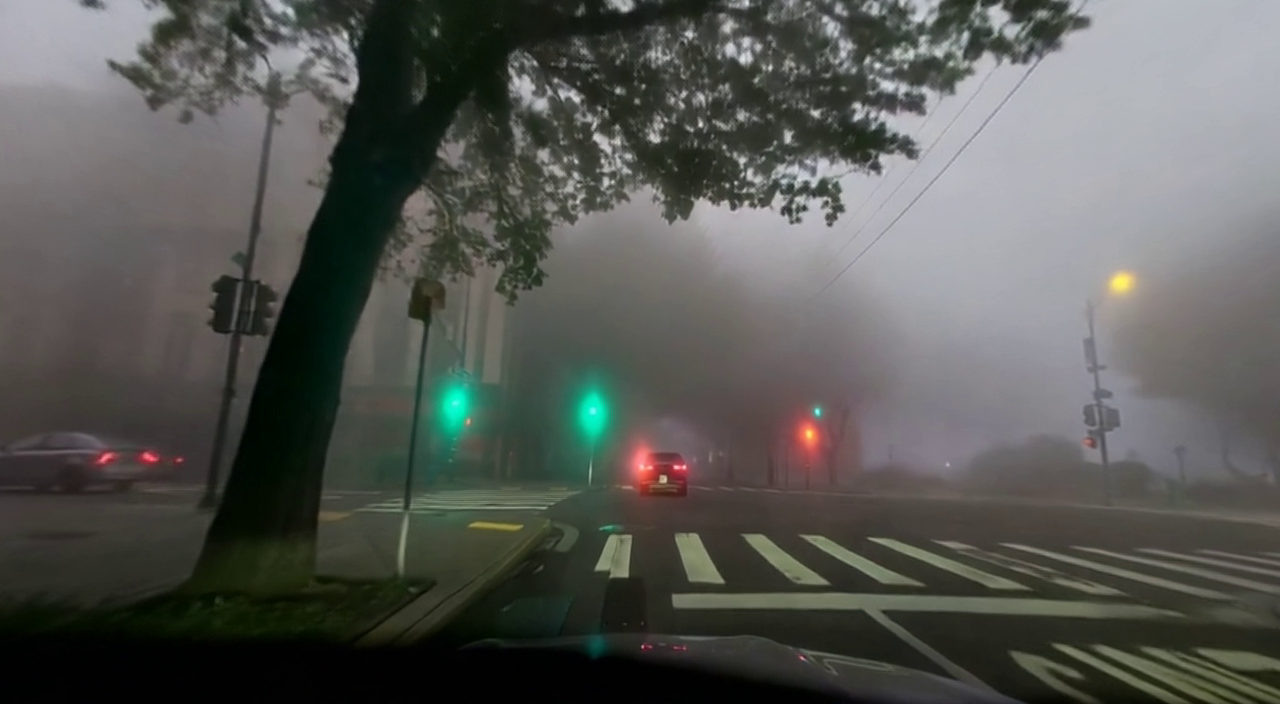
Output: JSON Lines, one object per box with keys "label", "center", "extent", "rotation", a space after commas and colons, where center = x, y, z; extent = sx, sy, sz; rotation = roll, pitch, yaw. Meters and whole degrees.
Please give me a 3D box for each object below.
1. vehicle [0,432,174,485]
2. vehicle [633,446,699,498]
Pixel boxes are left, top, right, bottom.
{"label": "vehicle", "center": [-17.518, 3.313, 19.663], "extent": [4.282, 1.519, 2.077], "rotation": [-1, -9, 2]}
{"label": "vehicle", "center": [0.844, 4.102, 21.961], "extent": [2.079, 1.621, 3.861], "rotation": [0, -9, 1]}
